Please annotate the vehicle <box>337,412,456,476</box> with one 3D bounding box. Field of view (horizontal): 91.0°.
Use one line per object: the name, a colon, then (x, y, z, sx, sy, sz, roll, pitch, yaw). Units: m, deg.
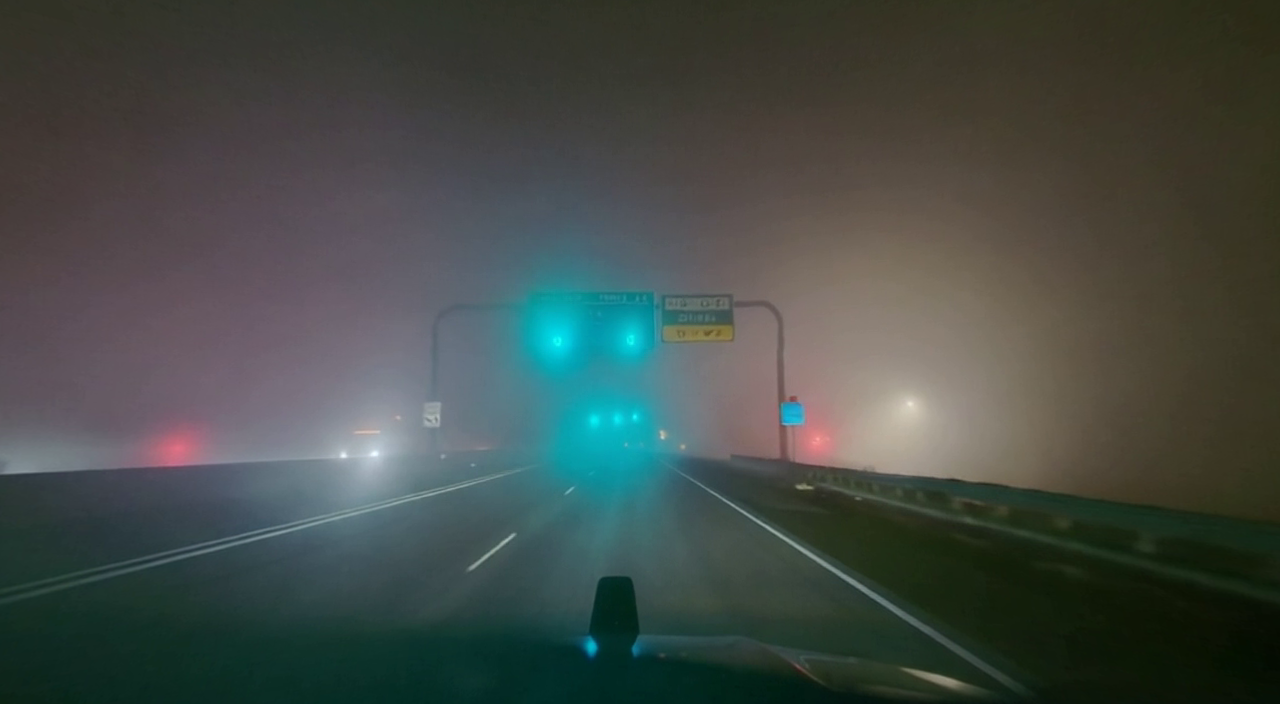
vehicle: (-17.319, 6.751, 46.452, 3.238, 3.929, 13.277, -1, -8, 1)
